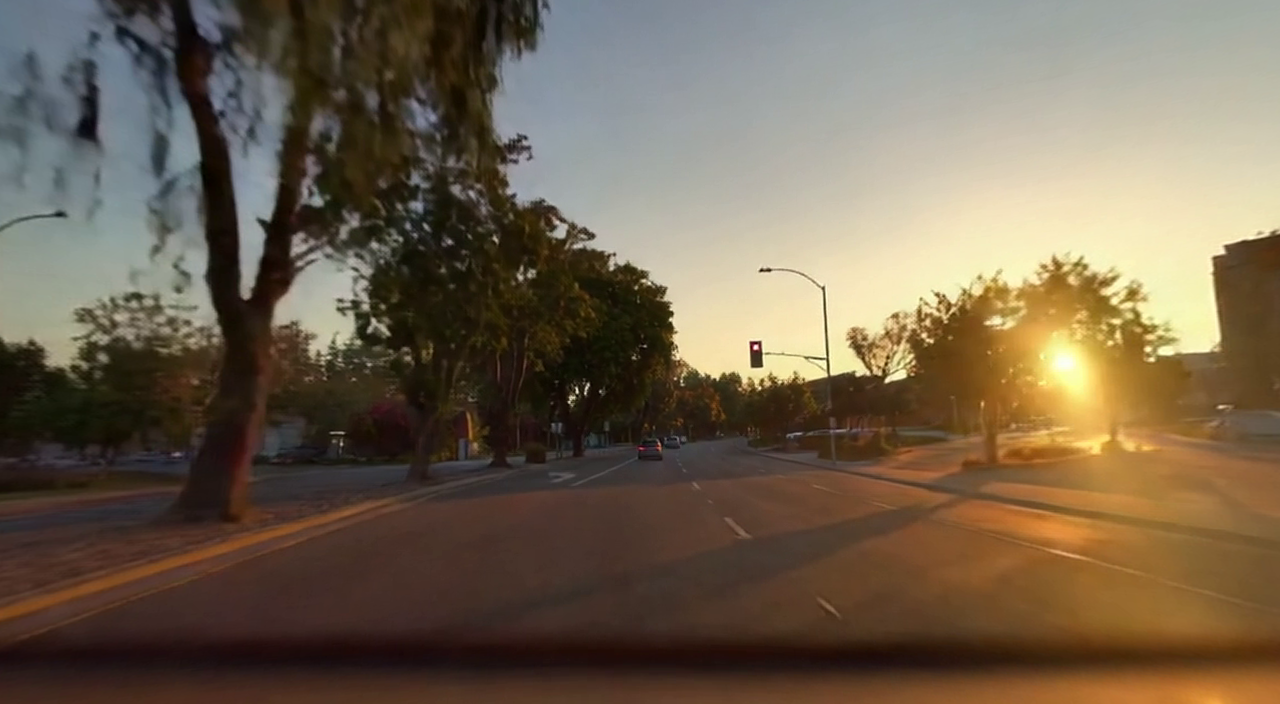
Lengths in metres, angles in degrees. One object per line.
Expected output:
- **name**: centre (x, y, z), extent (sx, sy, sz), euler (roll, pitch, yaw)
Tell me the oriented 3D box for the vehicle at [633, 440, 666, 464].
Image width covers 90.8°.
- **vehicle**: centre (0.707, 6.732, 42.580), extent (2.037, 1.568, 3.693), euler (-1, -8, 4)
